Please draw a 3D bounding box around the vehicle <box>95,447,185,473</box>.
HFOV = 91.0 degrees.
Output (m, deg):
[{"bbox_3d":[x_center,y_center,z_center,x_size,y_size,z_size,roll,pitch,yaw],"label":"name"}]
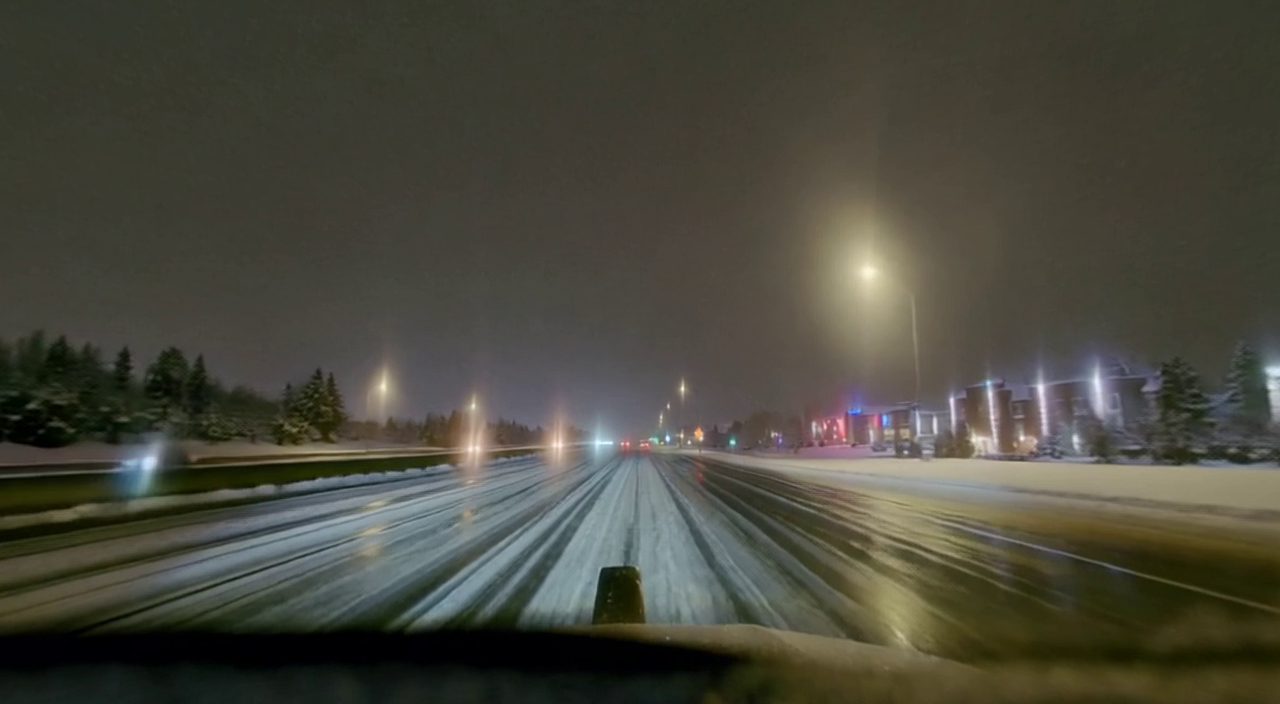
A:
[{"bbox_3d":[-32.087,6.921,40.577,1.880,1.501,4.689,0,-8,1],"label":"vehicle"}]
